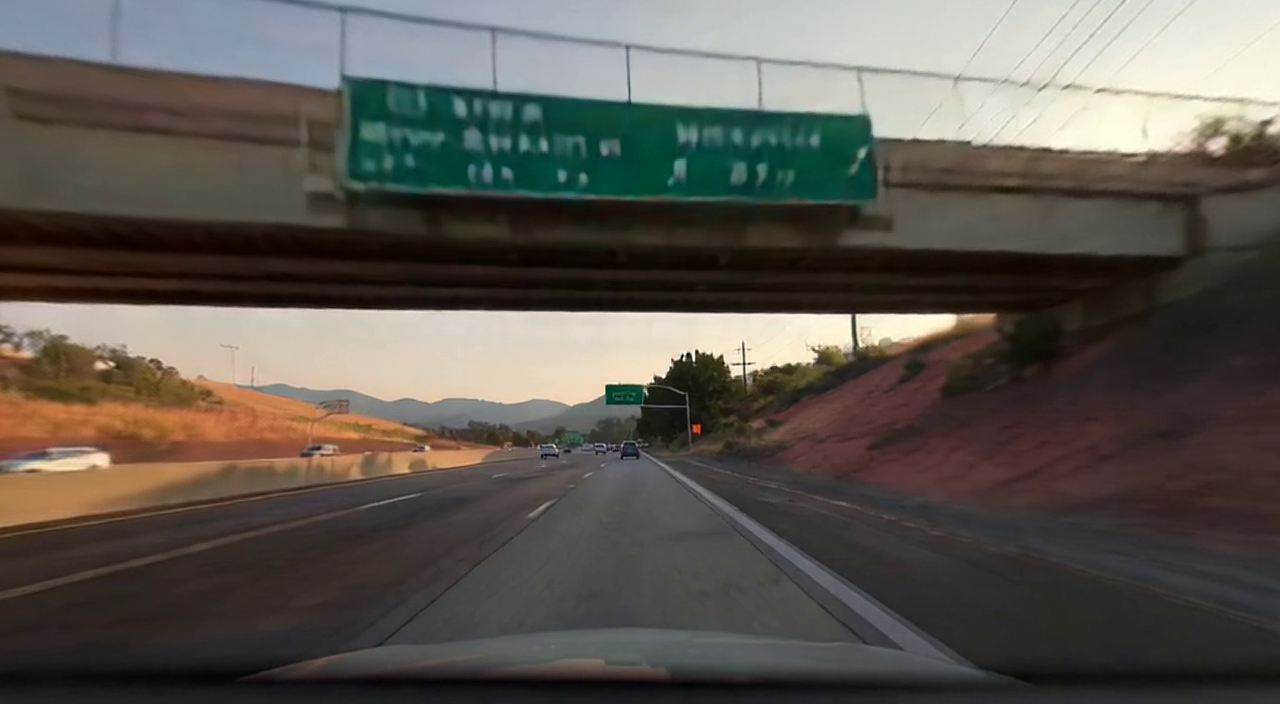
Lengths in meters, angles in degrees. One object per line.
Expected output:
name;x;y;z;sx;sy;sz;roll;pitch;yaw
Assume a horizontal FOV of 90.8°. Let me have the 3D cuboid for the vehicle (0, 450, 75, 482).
vehicle;-32.467;5.901;32.872;1.939;1.460;4.471;1;-8;0
